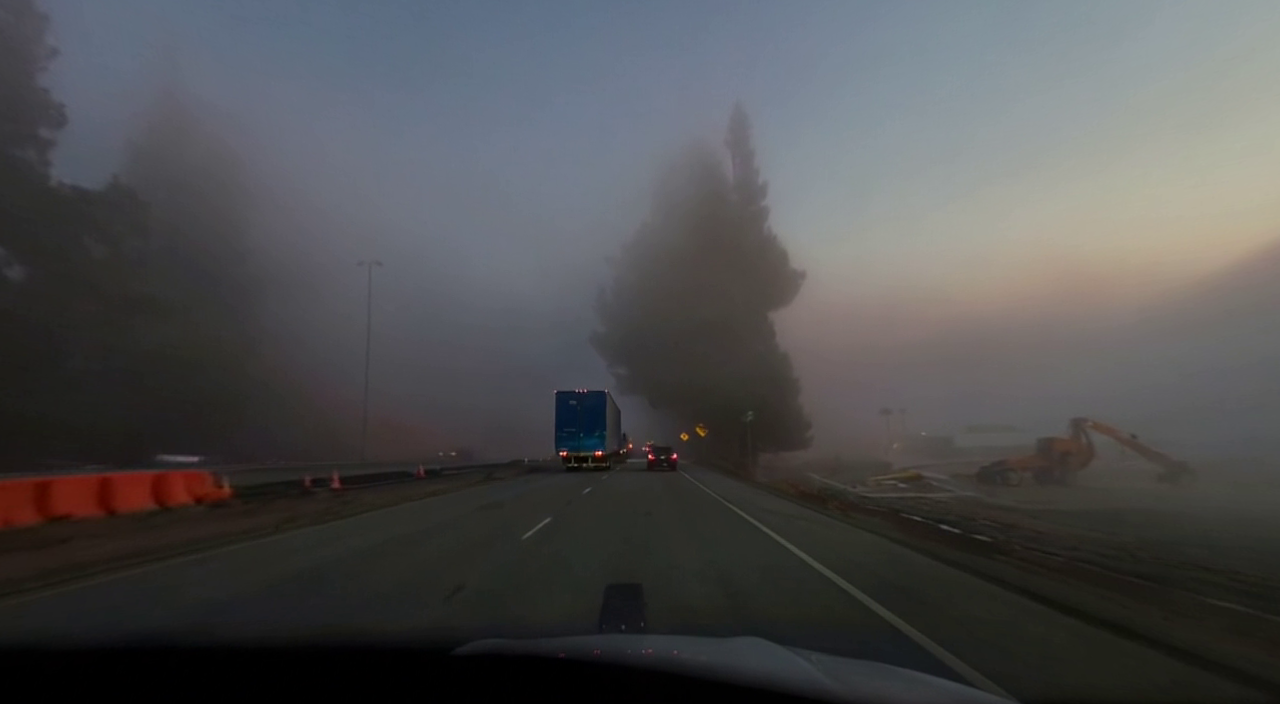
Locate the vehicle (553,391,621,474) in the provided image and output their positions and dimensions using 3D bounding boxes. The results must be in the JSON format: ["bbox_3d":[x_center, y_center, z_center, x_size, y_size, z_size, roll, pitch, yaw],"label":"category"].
[{"bbox_3d":[-2.922,5.164,39.650,2.906,4.115,15.715,0,-8,0],"label":"vehicle"}]

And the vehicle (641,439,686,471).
[{"bbox_3d":[1.209,5.693,35.081,2.304,1.675,4.462,0,-8,0],"label":"vehicle"}]
